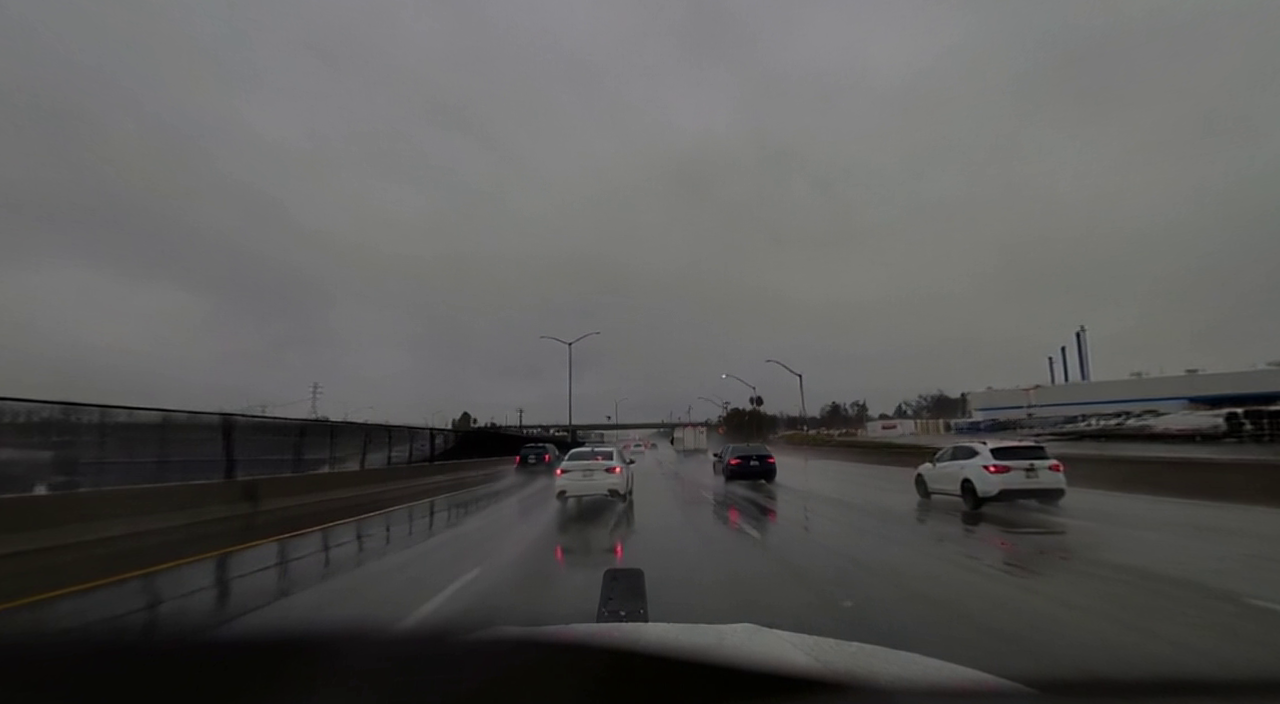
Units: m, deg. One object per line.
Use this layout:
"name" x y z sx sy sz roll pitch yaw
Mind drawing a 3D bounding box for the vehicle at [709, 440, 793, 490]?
"vehicle" 3.575 3.714 21.176 1.942 1.453 4.329 0 -8 -1

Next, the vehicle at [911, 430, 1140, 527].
"vehicle" 7.047 2.314 12.135 1.860 1.520 3.961 0 -8 0

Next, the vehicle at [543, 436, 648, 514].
"vehicle" -0.877 2.845 15.273 2.067 1.555 4.851 -1 -8 2

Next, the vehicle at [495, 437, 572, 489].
"vehicle" -3.713 3.945 22.788 2.036 1.669 4.112 -1 -8 1

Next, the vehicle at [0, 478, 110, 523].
"vehicle" -37.735 9.300 39.946 2.658 2.105 7.468 1 -8 -8
